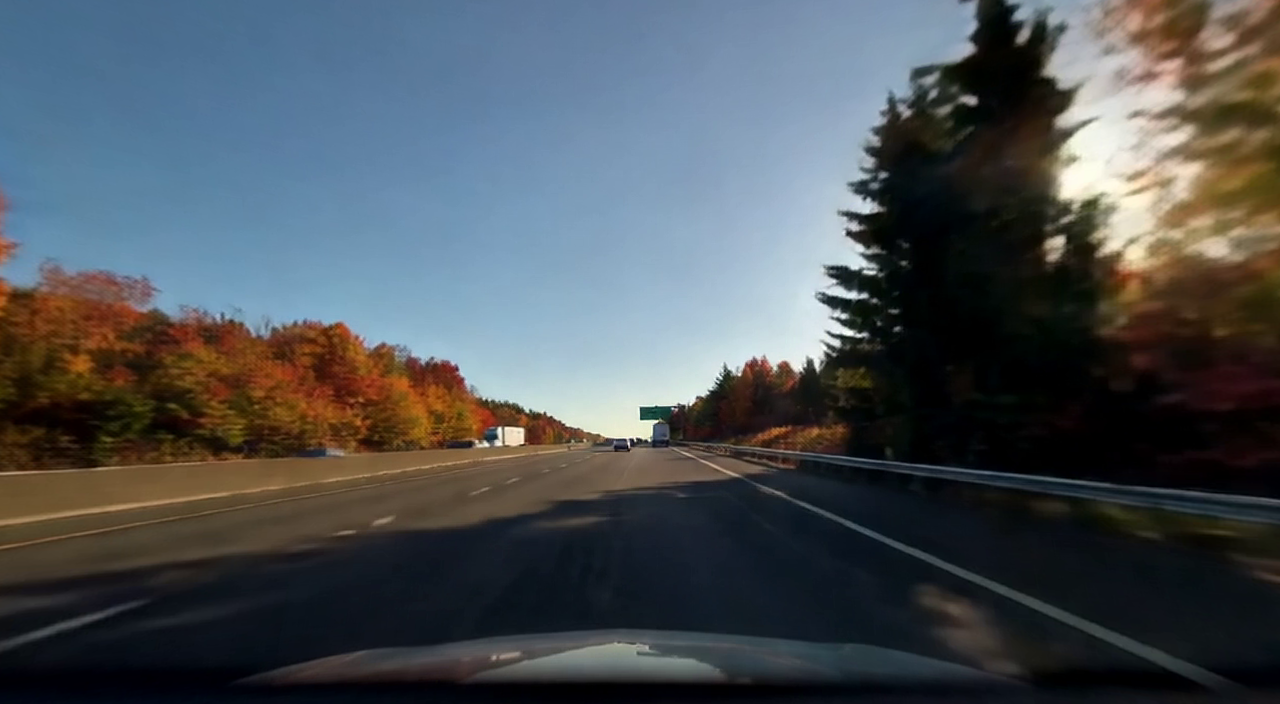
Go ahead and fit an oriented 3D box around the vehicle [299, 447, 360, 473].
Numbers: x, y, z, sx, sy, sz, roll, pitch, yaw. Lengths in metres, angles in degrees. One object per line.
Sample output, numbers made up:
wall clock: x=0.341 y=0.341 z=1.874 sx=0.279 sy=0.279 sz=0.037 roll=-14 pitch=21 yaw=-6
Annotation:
vehicle: x=-19.199 y=6.644 z=38.948 sx=1.774 sy=1.458 sz=3.786 roll=-1 pitch=-8 yaw=1
